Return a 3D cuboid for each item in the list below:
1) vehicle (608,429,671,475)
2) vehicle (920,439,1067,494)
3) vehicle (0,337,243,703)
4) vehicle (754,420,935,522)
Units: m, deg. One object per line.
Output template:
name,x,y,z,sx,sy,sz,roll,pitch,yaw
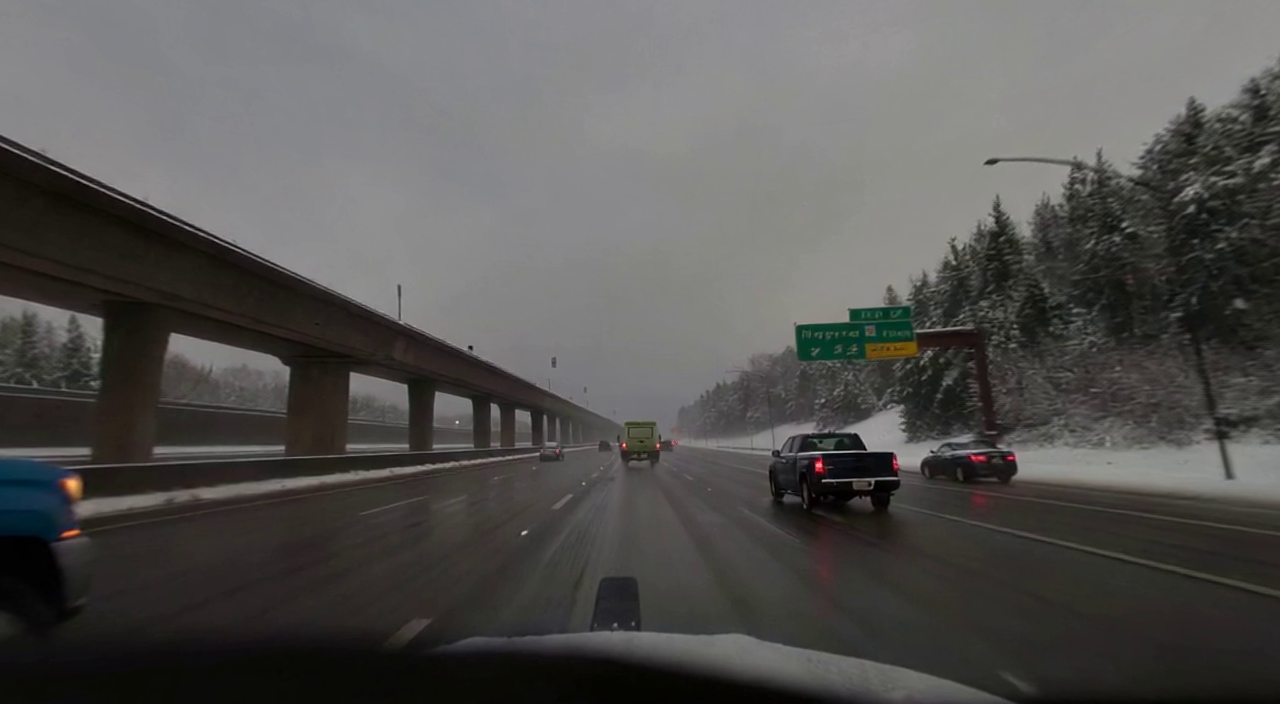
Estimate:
vehicle,-0.042,4.533,28.777,2.572,1.837,5.693,0,-9,0
vehicle,10.607,3.439,19.394,1.961,1.480,4.331,0,-9,0
vehicle,-3.731,0.635,1.274,2.535,1.715,5.030,0,-9,1
vehicle,3.723,2.261,12.428,2.119,1.653,4.000,0,-9,-1
